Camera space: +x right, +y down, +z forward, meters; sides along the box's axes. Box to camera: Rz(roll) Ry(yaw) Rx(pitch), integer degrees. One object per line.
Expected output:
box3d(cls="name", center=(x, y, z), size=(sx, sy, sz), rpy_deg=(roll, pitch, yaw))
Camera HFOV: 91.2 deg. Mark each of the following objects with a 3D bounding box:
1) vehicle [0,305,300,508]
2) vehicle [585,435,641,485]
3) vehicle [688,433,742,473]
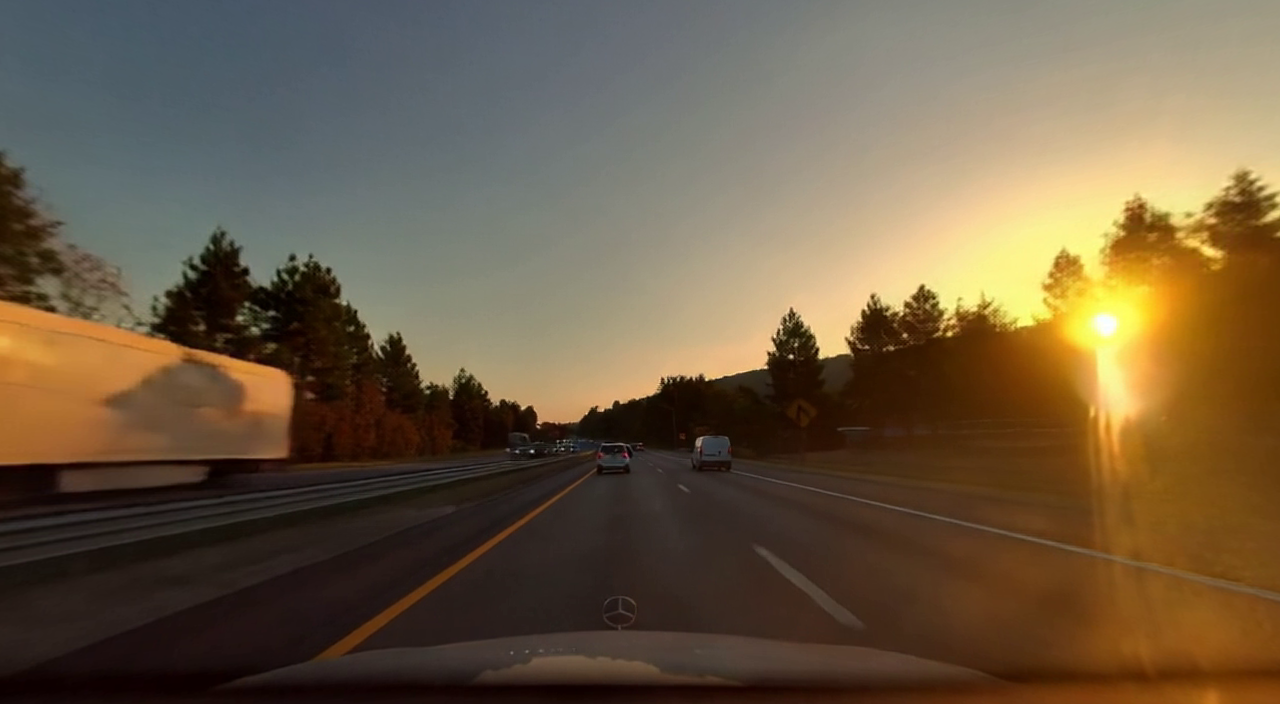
box3d(cls="vehicle", center=(-14.623, 1.802, 17.183), size=(2.913, 4.112, 13.955), rpy_deg=(0, -9, -1))
box3d(cls="vehicle", center=(-0.975, 4.147, 24.232), size=(1.963, 1.711, 4.284), rpy_deg=(0, -9, -1))
box3d(cls="vehicle", center=(3.838, 5.292, 33.019), size=(2.179, 1.930, 4.538), rpy_deg=(0, -9, -1))
